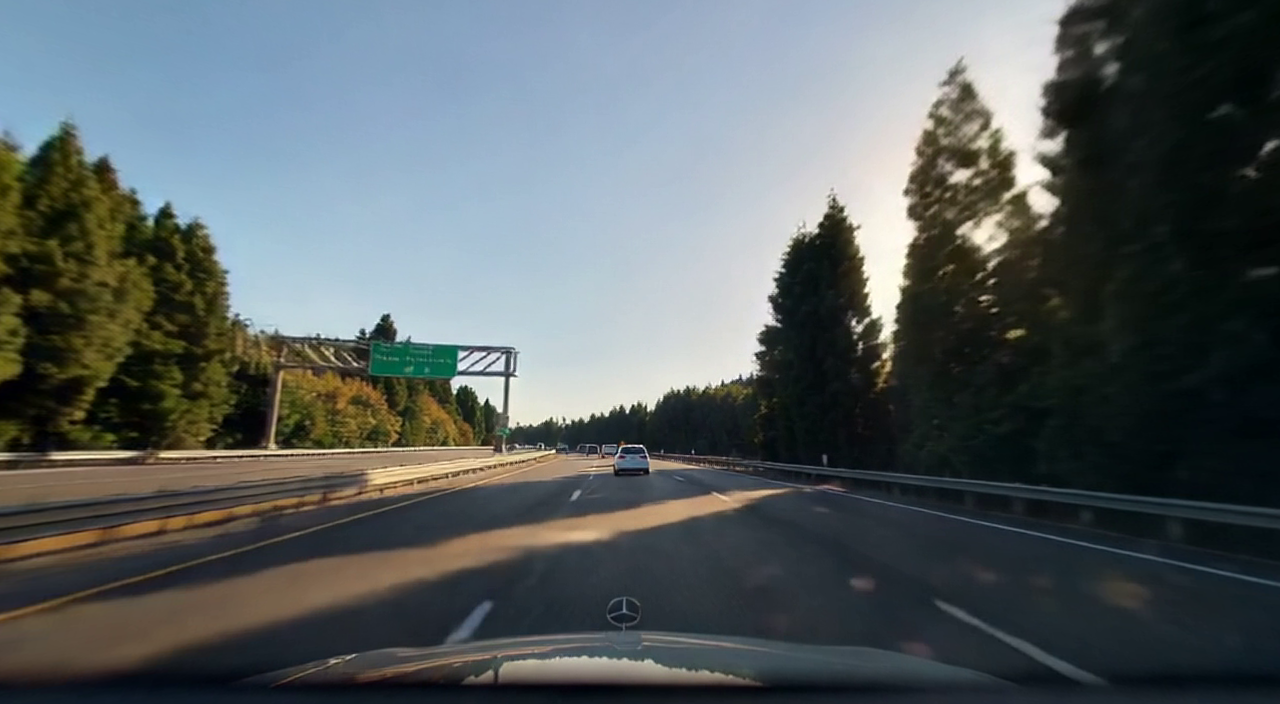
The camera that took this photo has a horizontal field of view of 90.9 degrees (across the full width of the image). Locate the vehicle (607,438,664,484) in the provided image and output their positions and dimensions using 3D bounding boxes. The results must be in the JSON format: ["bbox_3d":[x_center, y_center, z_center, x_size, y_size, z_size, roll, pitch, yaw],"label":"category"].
[{"bbox_3d":[-0.262,4.138,24.159,2.011,1.590,3.607,0,-8,-3],"label":"vehicle"}]
